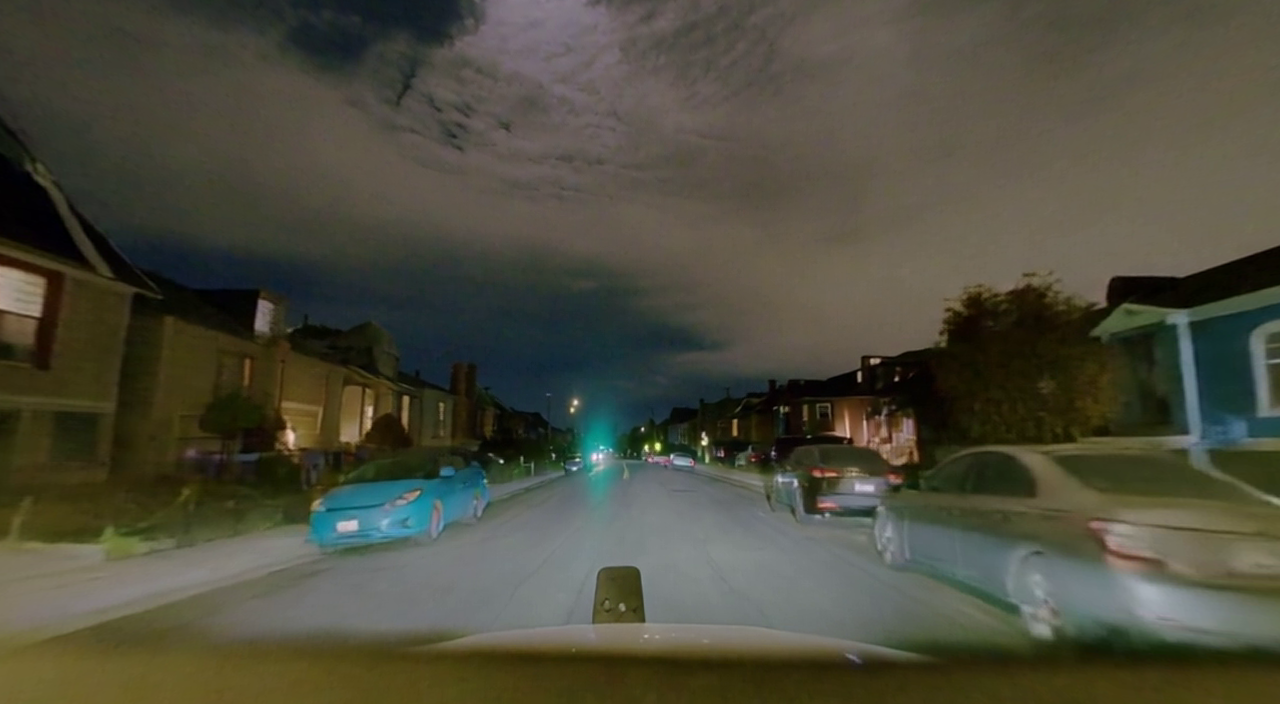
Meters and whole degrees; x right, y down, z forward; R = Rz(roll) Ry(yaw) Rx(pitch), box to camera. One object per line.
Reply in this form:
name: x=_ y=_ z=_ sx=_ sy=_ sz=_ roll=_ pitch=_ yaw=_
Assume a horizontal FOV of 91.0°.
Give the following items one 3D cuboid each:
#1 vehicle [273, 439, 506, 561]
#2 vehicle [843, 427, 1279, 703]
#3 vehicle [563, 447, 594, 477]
vehicle: x=-3.845 y=2.297 z=10.743 sx=2.089 sy=1.508 sz=4.537 roll=2 pitch=-7 yaw=0
vehicle: x=3.410 y=1.472 z=5.394 sx=1.888 sy=1.484 sz=4.476 roll=0 pitch=-9 yaw=1
vehicle: x=-4.634 y=8.377 z=48.232 sx=2.230 sy=1.782 sz=4.628 roll=0 pitch=-4 yaw=-4
